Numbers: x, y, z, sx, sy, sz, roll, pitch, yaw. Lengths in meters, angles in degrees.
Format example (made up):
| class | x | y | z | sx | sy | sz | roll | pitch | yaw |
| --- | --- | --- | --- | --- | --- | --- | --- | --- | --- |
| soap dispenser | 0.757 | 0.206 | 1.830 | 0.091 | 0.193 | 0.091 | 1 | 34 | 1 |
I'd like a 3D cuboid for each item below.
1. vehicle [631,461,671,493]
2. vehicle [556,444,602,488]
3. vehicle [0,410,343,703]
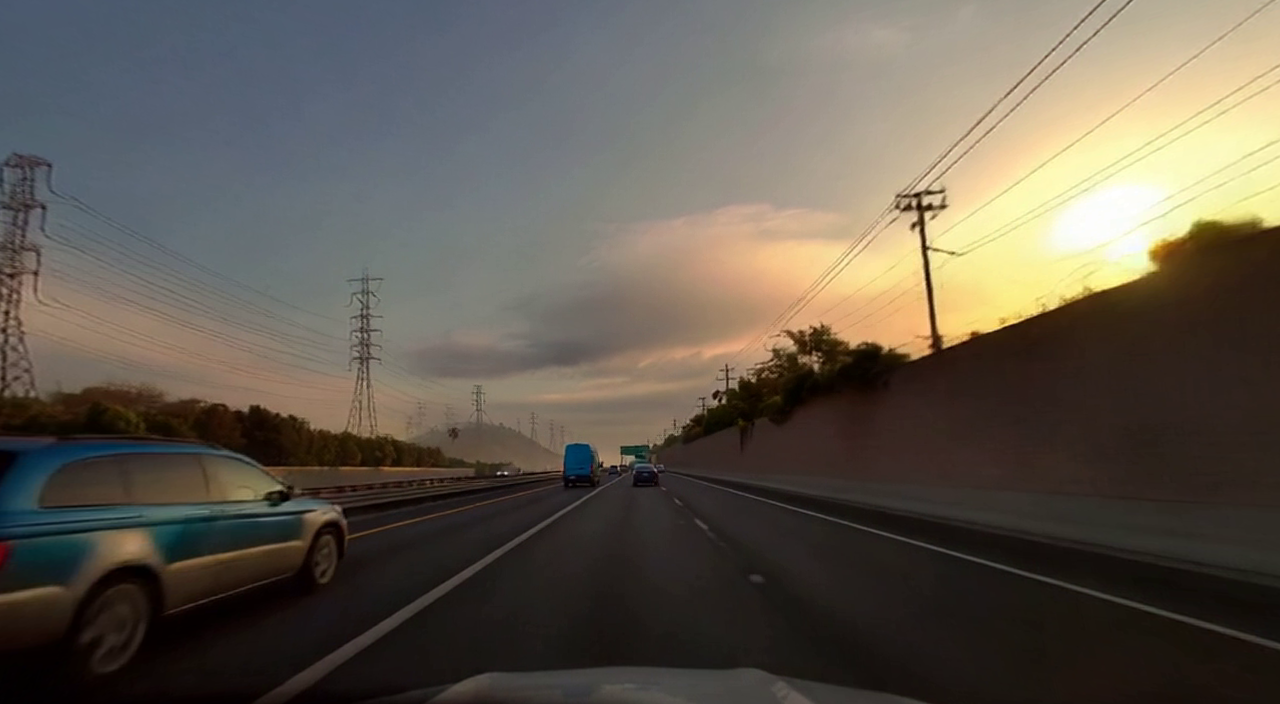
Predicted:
| class | x | y | z | sx | sy | sz | roll | pitch | yaw |
| --- | --- | --- | --- | --- | --- | --- | --- | --- | --- |
| vehicle | 0.520 | 6.671 | 33.690 | 2.006 | 1.554 | 3.863 | 1 | -10 | -1 |
| vehicle | -3.902 | 7.548 | 41.713 | 2.394 | 2.609 | 6.875 | 1 | -10 | 0 |
| vehicle | -4.366 | 1.336 | 4.698 | 2.023 | 1.541 | 4.543 | 1 | -10 | 1 |
